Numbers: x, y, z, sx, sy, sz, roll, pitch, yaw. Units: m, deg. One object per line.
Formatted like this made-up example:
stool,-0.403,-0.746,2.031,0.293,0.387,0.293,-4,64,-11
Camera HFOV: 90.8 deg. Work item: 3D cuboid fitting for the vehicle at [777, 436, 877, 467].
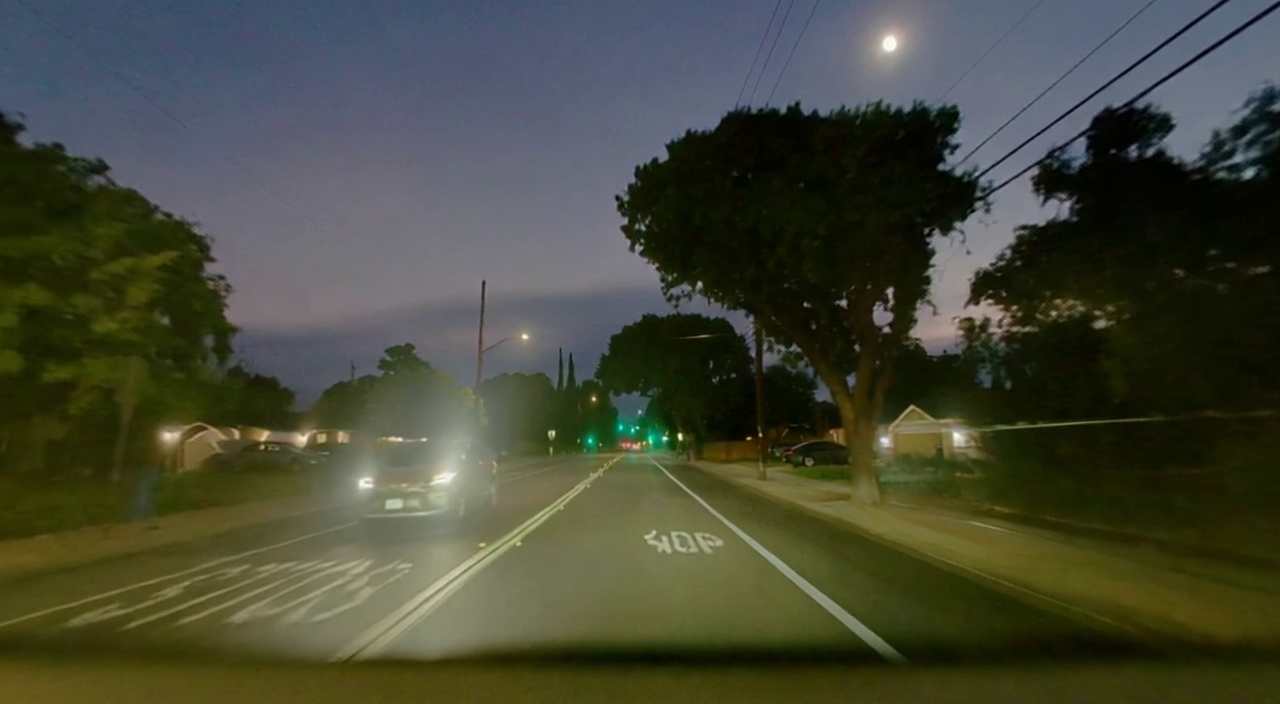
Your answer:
vehicle,10.521,5.615,35.687,4.908,1.537,2.065,-1,-9,-5

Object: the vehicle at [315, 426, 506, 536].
vehicle,-3.844,2.197,11.443,1.935,1.595,3.972,1,-8,0

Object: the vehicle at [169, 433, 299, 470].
vehicle,-22.013,5.424,34.515,5.369,1.862,2.338,2,-8,-9
